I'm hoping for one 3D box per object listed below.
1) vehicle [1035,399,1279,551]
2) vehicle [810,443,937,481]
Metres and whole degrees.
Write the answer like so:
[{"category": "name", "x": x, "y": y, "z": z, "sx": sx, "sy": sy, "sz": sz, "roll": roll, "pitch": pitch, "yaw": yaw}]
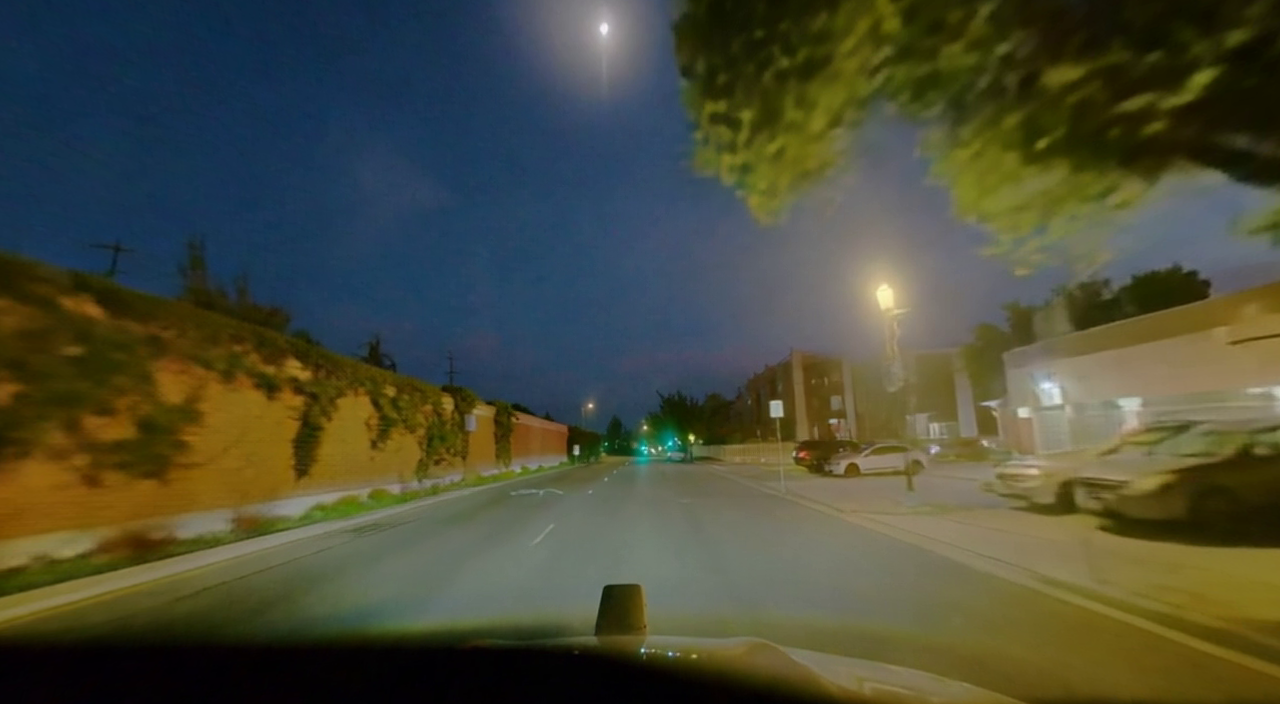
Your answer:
[{"category": "vehicle", "x": 10.027, "y": 1.971, "z": 10.240, "sx": 5.544, "sy": 2.115, "sz": 2.380, "roll": 1, "pitch": -8, "yaw": 3}, {"category": "vehicle", "x": 9.497, "y": 4.528, "z": 25.911, "sx": 4.309, "sy": 1.442, "sz": 2.145, "roll": 0, "pitch": -9, "yaw": -1}]
